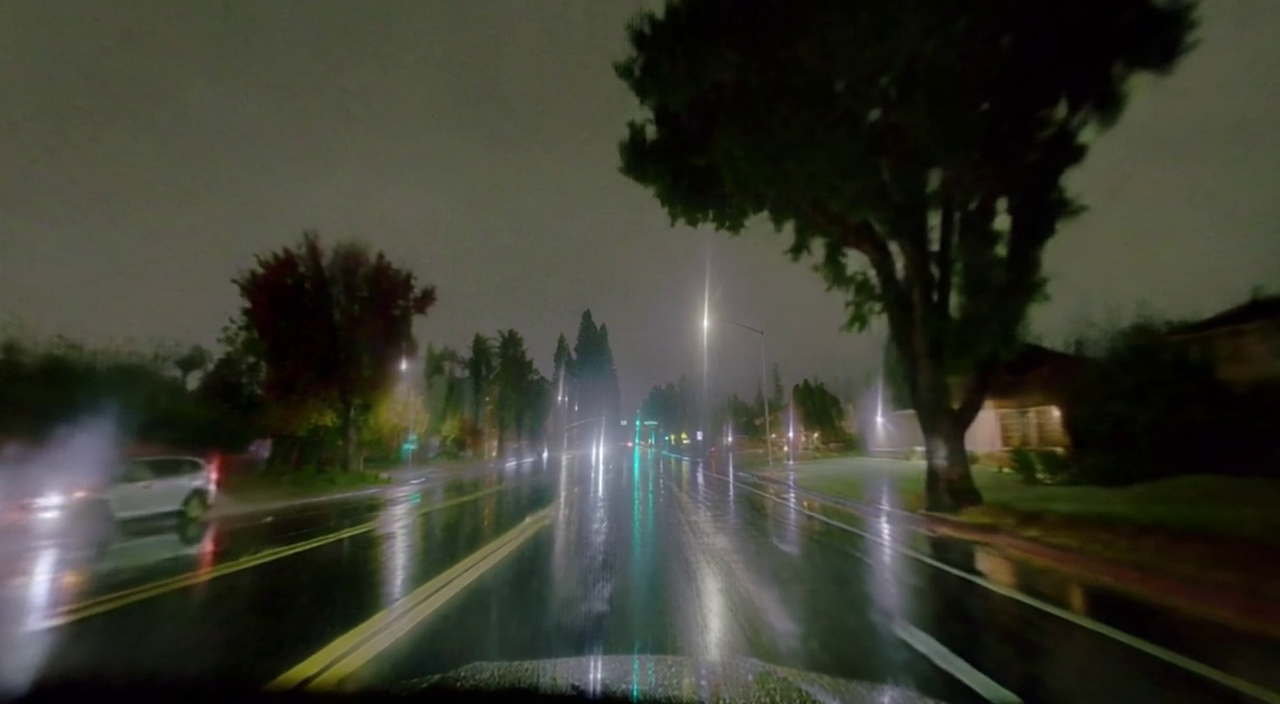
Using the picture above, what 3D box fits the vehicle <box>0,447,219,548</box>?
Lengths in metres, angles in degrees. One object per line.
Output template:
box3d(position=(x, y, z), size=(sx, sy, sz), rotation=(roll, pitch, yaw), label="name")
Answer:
box3d(position=(-11.482, 2.943, 13.306), size=(2.047, 1.710, 4.473), rotation=(-3, -9, 2), label="vehicle")
